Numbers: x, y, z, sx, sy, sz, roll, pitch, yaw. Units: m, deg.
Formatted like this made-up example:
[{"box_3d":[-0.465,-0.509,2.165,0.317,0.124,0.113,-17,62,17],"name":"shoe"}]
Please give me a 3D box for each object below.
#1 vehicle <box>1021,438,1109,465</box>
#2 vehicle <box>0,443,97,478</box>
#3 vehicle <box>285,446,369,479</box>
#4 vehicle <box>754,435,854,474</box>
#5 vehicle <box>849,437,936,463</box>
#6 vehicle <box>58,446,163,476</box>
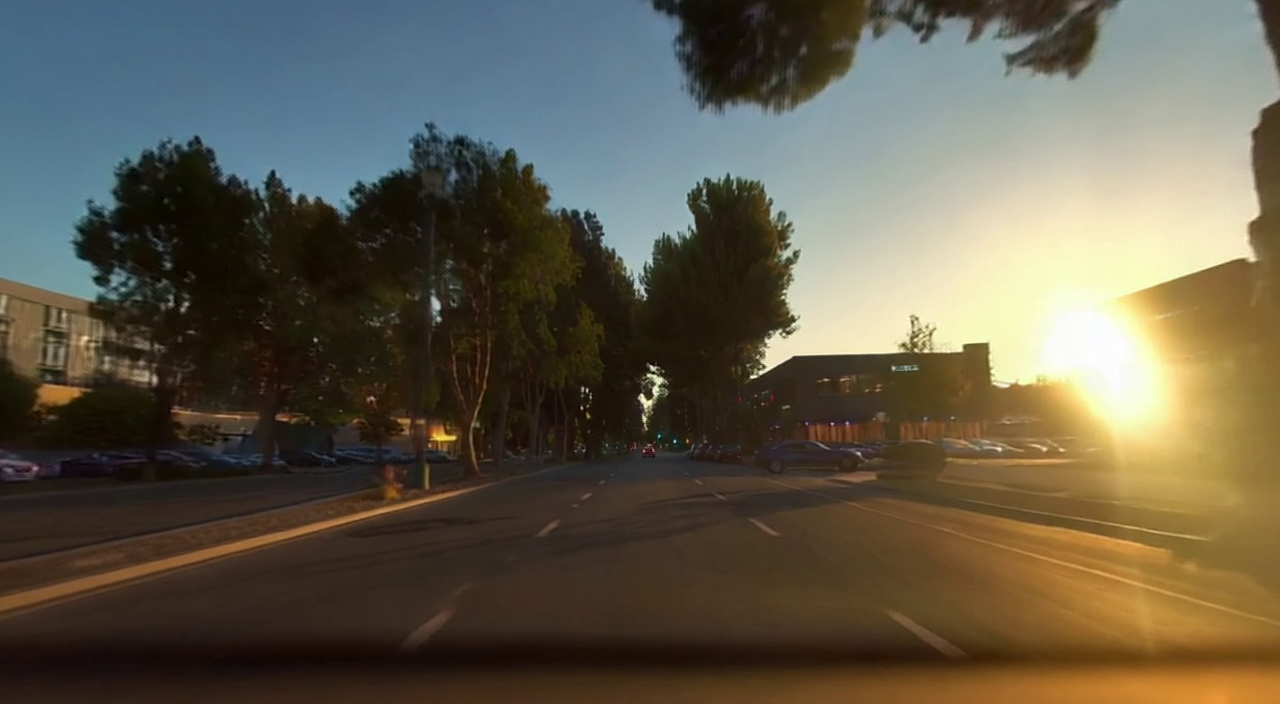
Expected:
[{"box_3d":[29.527,6.905,43.918,4.641,1.816,1.954,0,-9,3],"name":"vehicle"},{"box_3d":[-32.107,5.770,33.339,4.718,1.644,2.287,-2,-9,2],"name":"vehicle"},{"box_3d":[-18.938,6.695,38.466,2.317,1.830,5.142,0,-9,2],"name":"vehicle"},{"box_3d":[9.427,5.868,36.276,5.329,2.114,2.325,-3,-9,19],"name":"vehicle"},{"box_3d":[16.982,6.612,42.545,4.897,1.739,2.259,0,-9,2],"name":"vehicle"},{"box_3d":[-32.353,6.665,38.629,4.557,1.773,2.018,0,-9,1],"name":"vehicle"}]
